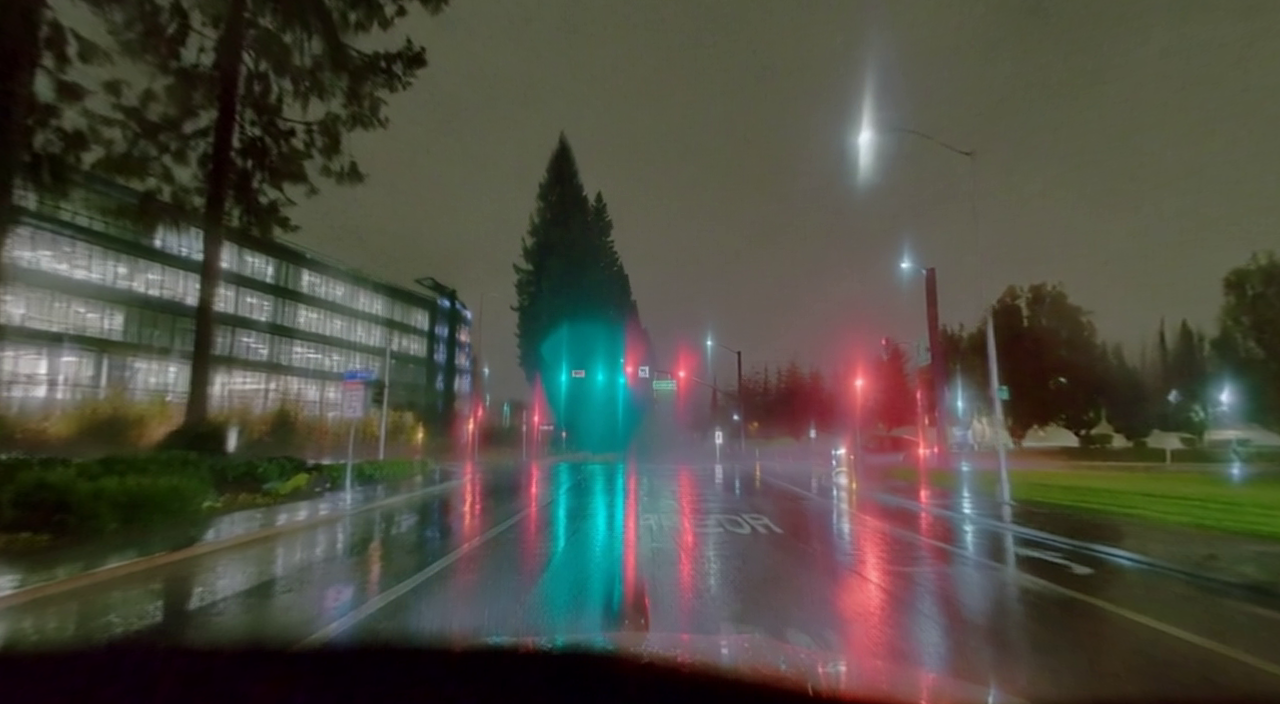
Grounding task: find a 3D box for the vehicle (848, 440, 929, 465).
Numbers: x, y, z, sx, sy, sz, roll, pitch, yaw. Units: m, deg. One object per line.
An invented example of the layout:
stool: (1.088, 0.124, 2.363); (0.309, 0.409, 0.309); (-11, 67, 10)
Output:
vehicle: (17.127, 6.937, 43.668); (4.715, 1.671, 2.030); (0, -8, 0)
